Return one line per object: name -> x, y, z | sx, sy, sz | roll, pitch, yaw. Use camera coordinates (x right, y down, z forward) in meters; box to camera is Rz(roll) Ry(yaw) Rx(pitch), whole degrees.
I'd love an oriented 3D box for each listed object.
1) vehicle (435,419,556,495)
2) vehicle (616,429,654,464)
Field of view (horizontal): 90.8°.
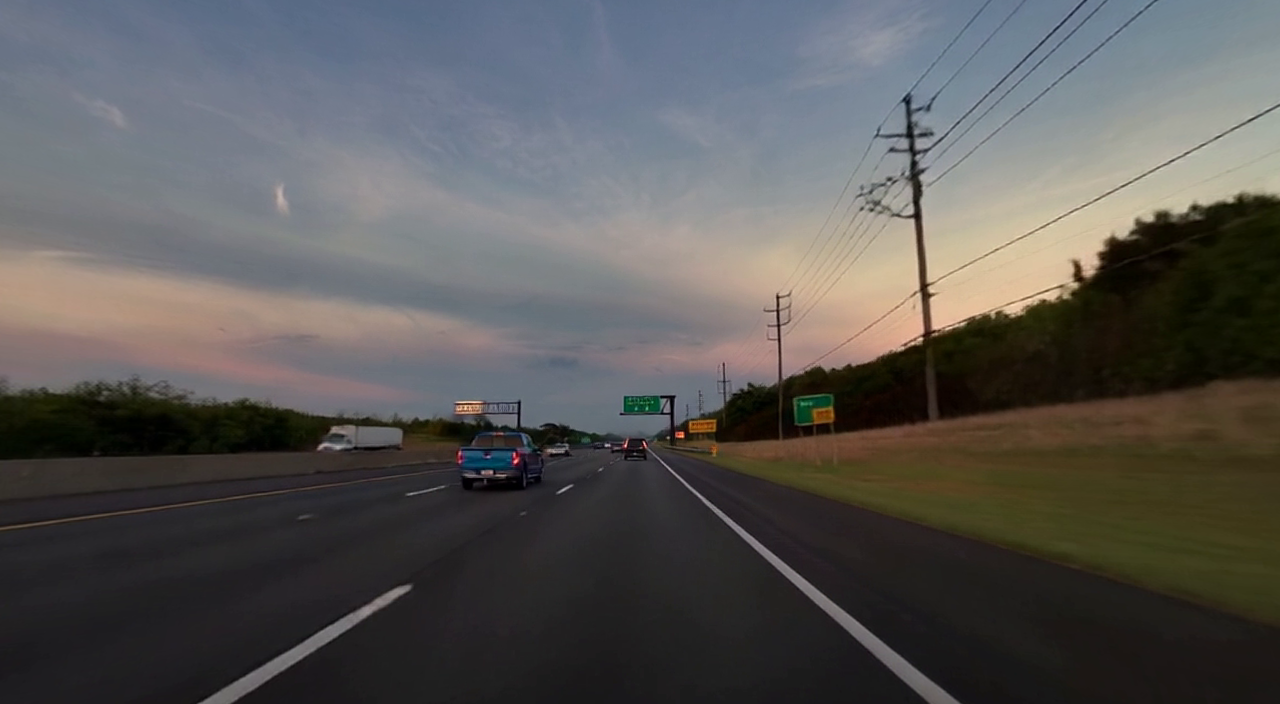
vehicle -> -3.851, 2.941, 18.017 | 2.204, 1.812, 5.289 | 0, -8, 0
vehicle -> -0.341, 6.232, 41.765 | 2.358, 2.144, 4.713 | 0, -8, 0
